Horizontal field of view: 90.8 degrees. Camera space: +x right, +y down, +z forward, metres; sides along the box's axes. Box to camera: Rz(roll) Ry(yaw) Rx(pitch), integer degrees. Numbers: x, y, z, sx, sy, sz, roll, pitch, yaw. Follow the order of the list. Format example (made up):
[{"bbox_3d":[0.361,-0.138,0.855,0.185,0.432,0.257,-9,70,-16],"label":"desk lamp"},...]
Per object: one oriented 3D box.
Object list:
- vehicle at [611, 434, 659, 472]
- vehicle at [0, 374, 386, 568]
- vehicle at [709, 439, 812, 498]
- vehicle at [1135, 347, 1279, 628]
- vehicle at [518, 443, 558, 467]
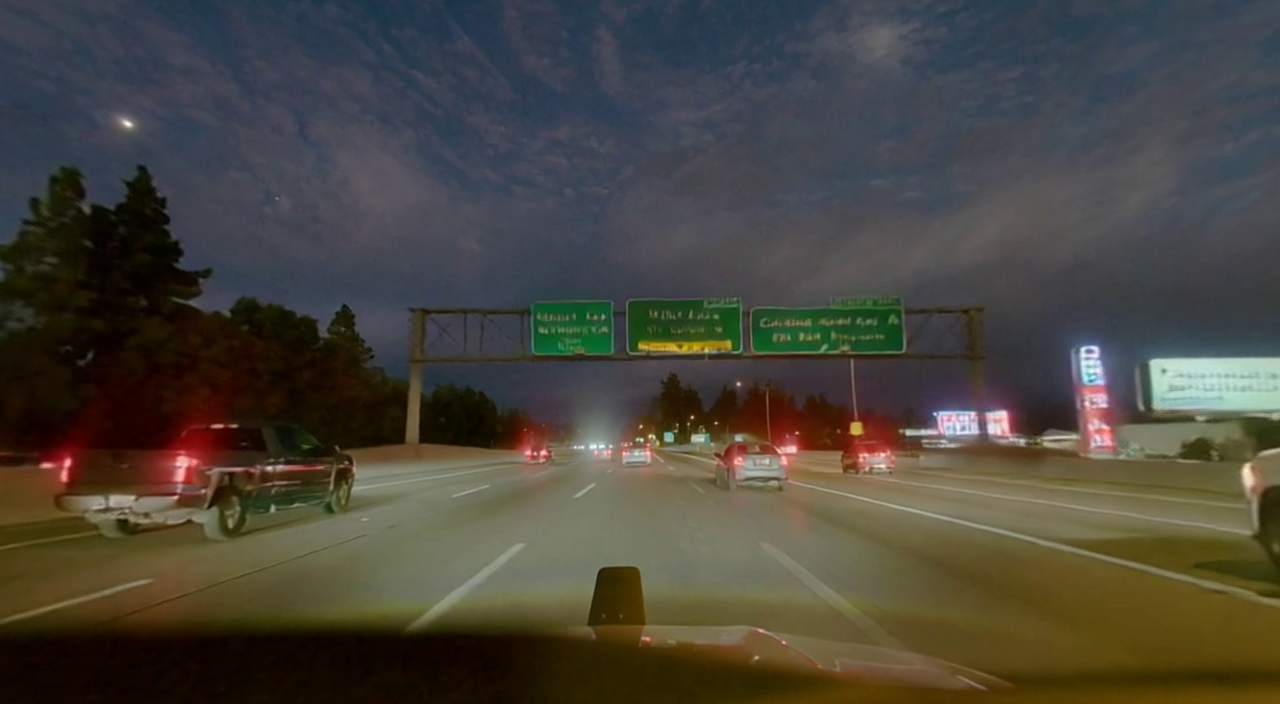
[{"bbox_3d":[-0.230,5.300,33.282,2.323,1.805,4.729,0,-8,0],"label":"vehicle"},{"bbox_3d":[-6.402,1.677,9.667,2.444,2.012,6.122,0,-8,0],"label":"vehicle"},{"bbox_3d":[3.240,3.236,17.978,2.011,1.462,4.286,0,-8,-1],"label":"vehicle"},{"bbox_3d":[5.779,0.670,2.574,2.635,1.919,5.907,0,-8,-1],"label":"vehicle"},{"bbox_3d":[-6.591,6.702,41.241,1.920,1.482,4.385,0,-8,0],"label":"vehicle"}]
